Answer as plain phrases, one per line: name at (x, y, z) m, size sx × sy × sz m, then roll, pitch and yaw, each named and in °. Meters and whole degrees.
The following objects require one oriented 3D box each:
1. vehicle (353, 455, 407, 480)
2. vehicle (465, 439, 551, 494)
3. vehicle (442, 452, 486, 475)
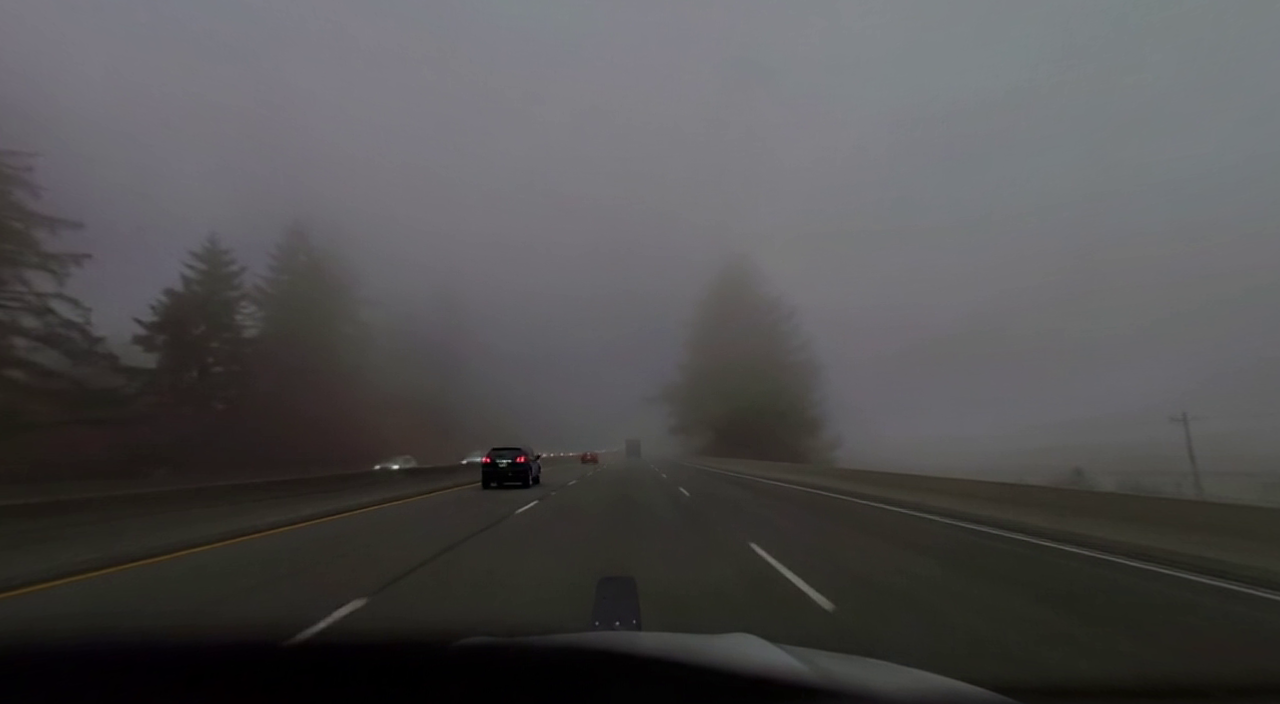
vehicle at (-17.194, 7.637, 41.679) m, size 1.838 × 1.462 × 4.079 m, roll -1°, pitch -9°, yaw 0°
vehicle at (-4.475, 3.934, 21.969) m, size 2.151 × 1.693 × 4.201 m, roll 0°, pitch -9°, yaw 0°
vehicle at (-12.929, 8.222, 46.331) m, size 1.974 × 1.526 × 4.335 m, roll -1°, pitch -9°, yaw 0°
